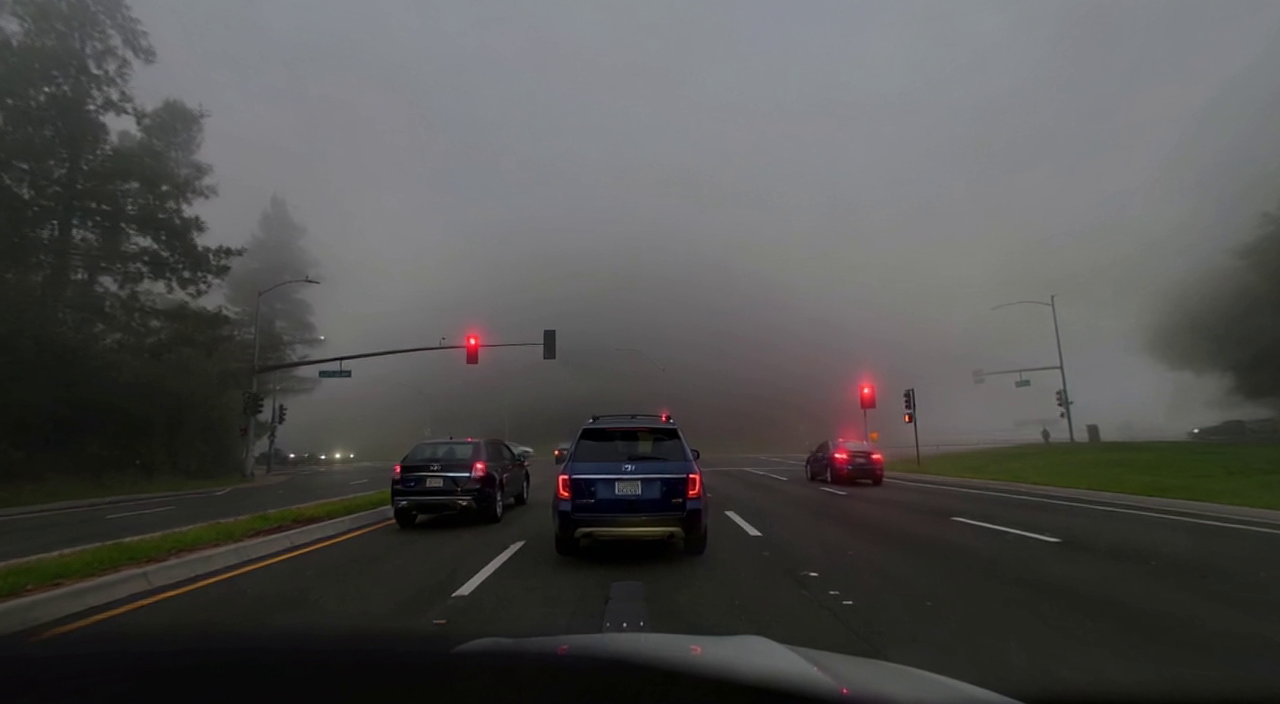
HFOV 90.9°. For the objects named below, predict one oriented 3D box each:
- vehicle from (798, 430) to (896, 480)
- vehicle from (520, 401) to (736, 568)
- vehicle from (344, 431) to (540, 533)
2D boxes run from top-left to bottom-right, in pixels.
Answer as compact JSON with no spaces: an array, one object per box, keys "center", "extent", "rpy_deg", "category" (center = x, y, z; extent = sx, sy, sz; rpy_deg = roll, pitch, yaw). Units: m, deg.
[{"center":[8.034,4.045,25.043],"extent":[2.166,1.761,4.692],"rpy_deg":[0,-8,-1],"category":"vehicle"},{"center":[-0.126,1.719,8.869],"extent":[2.298,1.770,4.138],"rpy_deg":[0,-8,0],"category":"vehicle"},{"center":[-3.366,2.325,12.039],"extent":[2.061,1.504,5.142],"rpy_deg":[0,-8,0],"category":"vehicle"}]
